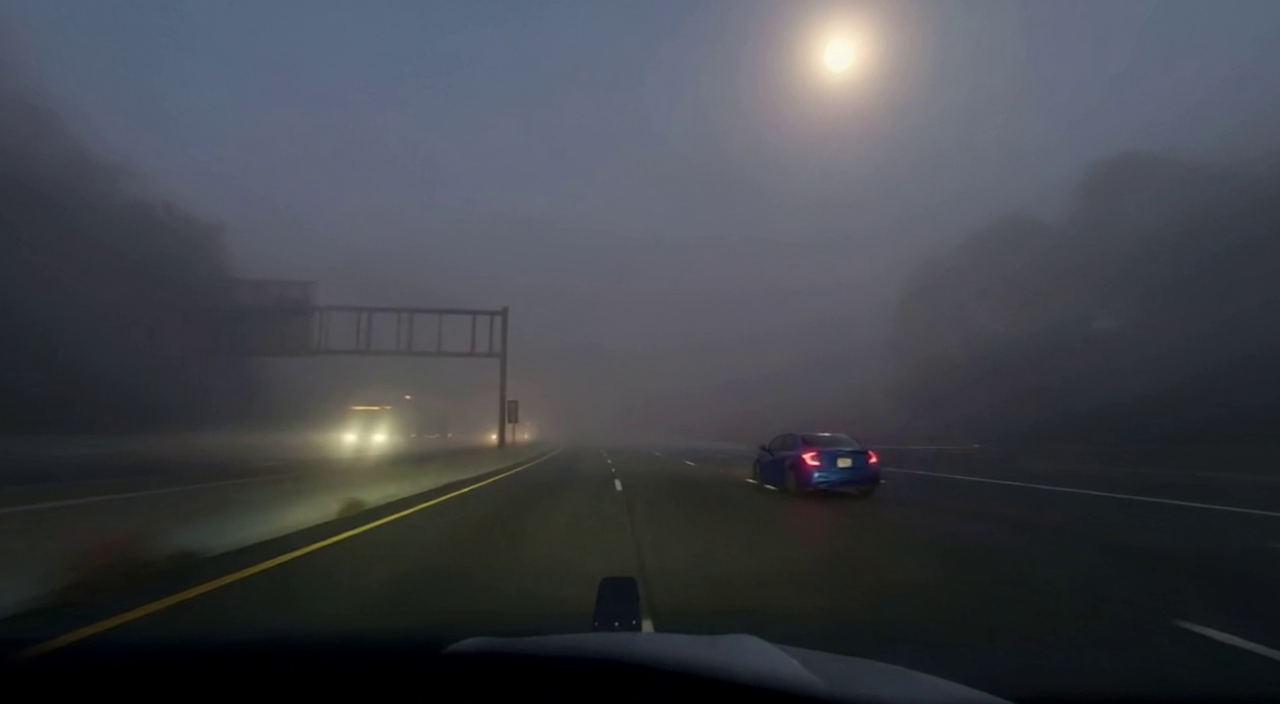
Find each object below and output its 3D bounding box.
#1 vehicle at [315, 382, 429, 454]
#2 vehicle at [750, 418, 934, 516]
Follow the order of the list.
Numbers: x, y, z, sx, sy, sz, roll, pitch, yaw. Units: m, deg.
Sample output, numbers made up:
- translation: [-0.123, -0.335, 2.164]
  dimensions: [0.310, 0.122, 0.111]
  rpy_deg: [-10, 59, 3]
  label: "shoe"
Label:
- translation: [-15.686, 4.139, 38.135]
  dimensions: [2.909, 3.700, 10.842]
  rpy_deg: [0, -8, -5]
  label: "vehicle"
- translation: [3.737, 2.192, 12.611]
  dimensions: [1.997, 1.589, 4.179]
  rpy_deg: [1, -8, -5]
  label: "vehicle"
